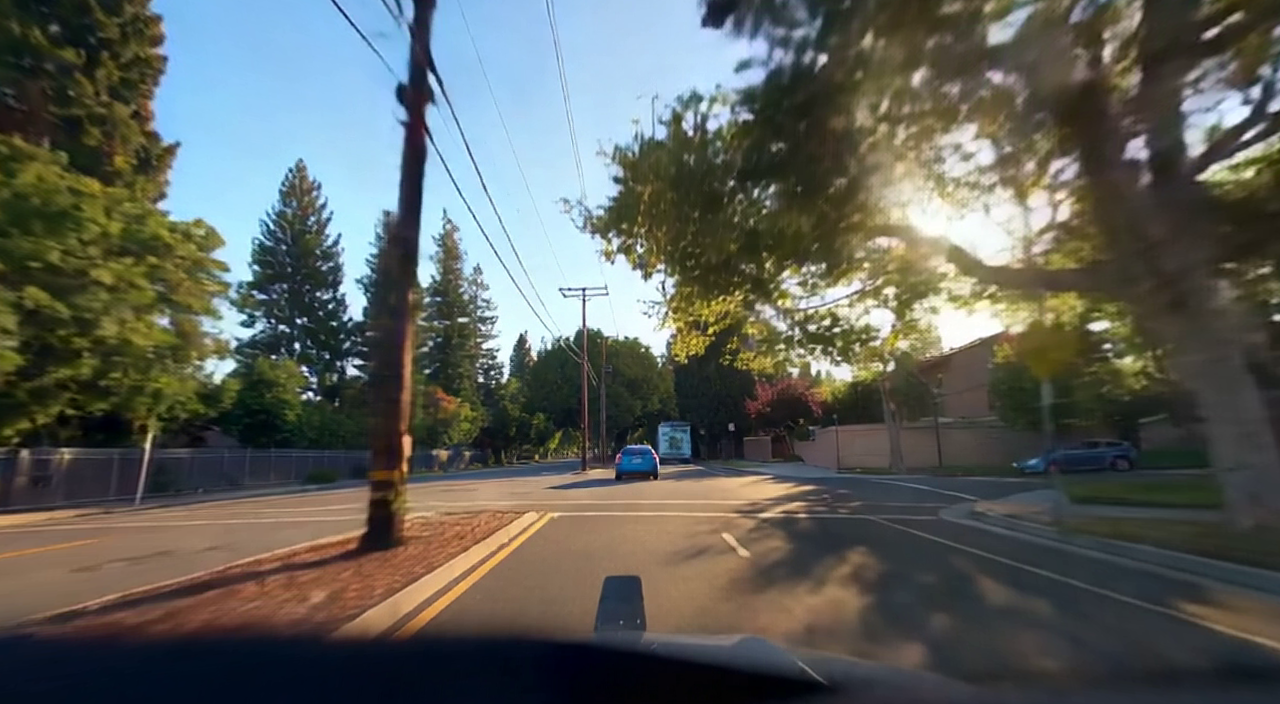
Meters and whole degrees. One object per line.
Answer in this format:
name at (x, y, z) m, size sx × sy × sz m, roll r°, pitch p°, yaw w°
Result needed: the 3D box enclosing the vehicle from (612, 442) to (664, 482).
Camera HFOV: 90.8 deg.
vehicle at (-0.116, 4.561, 26.459) m, size 2.018 × 1.511 × 3.993 m, roll 0°, pitch -8°, yaw -1°
